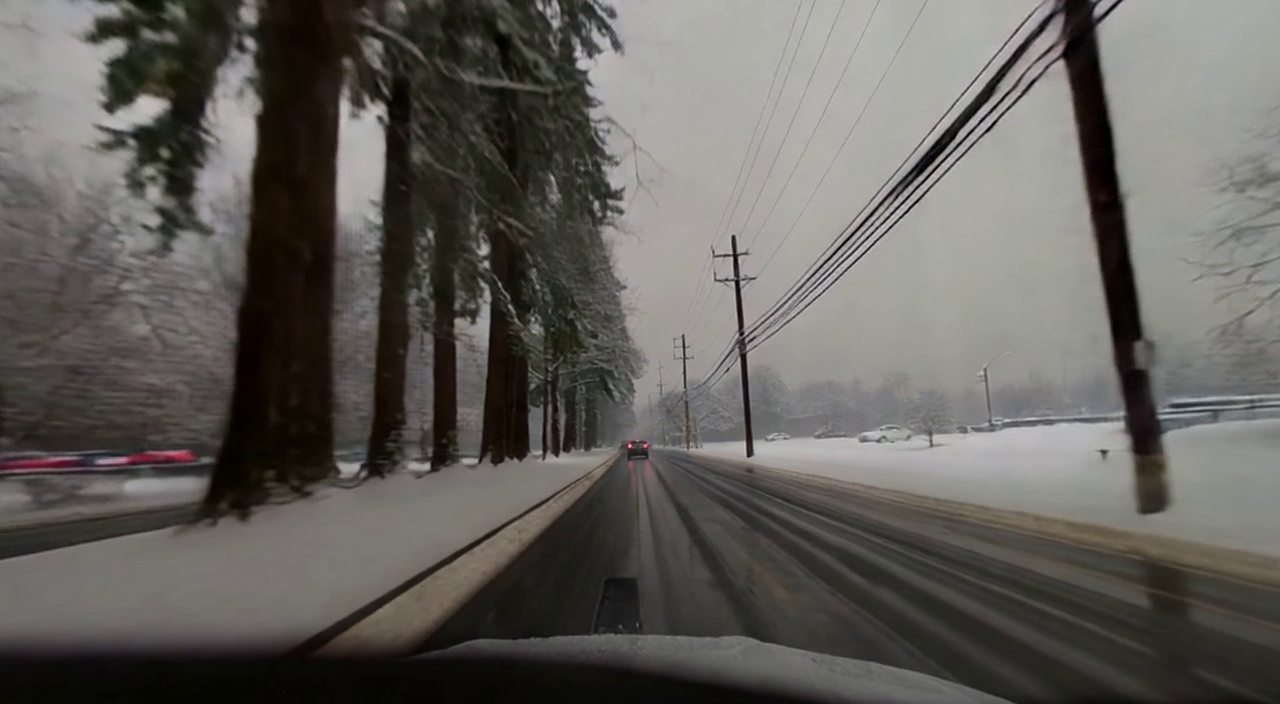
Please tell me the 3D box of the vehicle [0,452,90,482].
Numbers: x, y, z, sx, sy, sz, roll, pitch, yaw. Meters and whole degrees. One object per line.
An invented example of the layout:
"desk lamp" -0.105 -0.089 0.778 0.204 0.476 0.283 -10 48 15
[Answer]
"vehicle" -34.094 6.432 35.488 4.551 1.559 1.967 -1 -9 2

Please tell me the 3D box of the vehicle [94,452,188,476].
"vehicle" -33.624 7.539 42.641 4.557 1.493 2.049 0 -9 0
